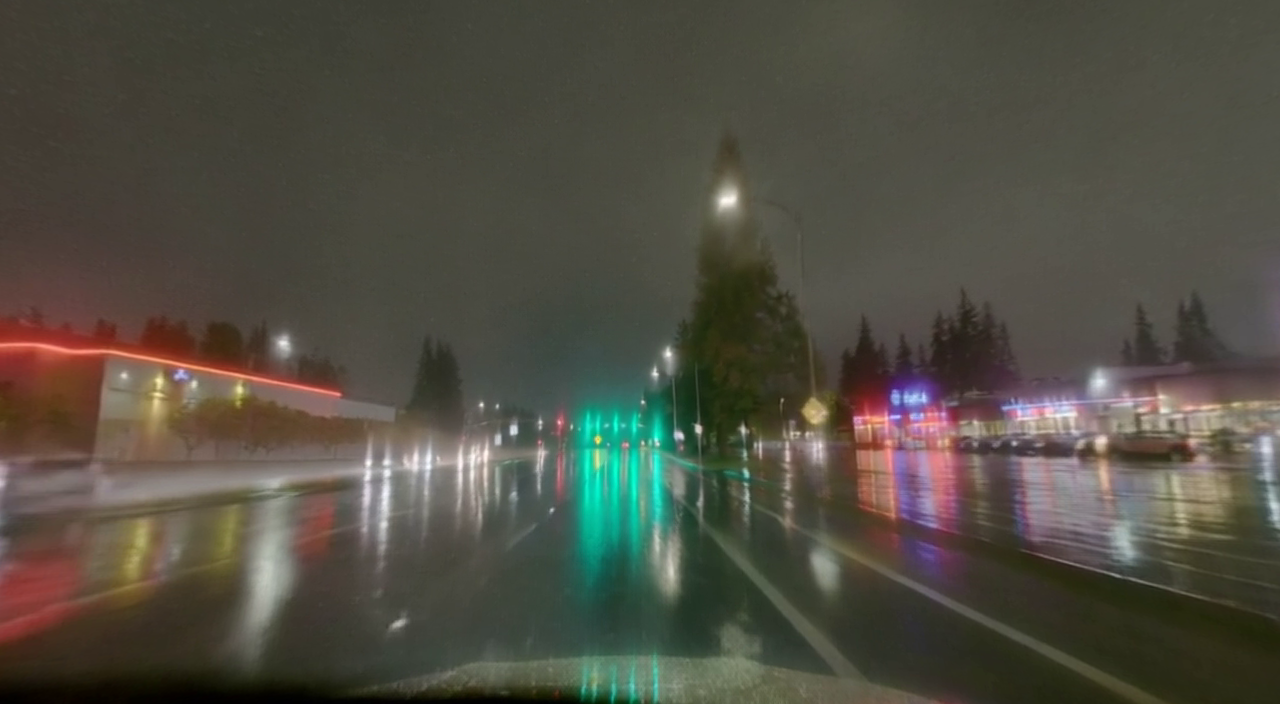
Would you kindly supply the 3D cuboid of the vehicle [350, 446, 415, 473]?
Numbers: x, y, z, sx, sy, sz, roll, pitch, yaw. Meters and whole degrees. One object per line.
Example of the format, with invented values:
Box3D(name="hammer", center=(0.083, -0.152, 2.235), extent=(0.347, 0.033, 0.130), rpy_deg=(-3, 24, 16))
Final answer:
Box3D(name="vehicle", center=(-14.650, 6.123, 36.107), extent=(1.907, 1.469, 4.441), rpy_deg=(0, -9, 0))
